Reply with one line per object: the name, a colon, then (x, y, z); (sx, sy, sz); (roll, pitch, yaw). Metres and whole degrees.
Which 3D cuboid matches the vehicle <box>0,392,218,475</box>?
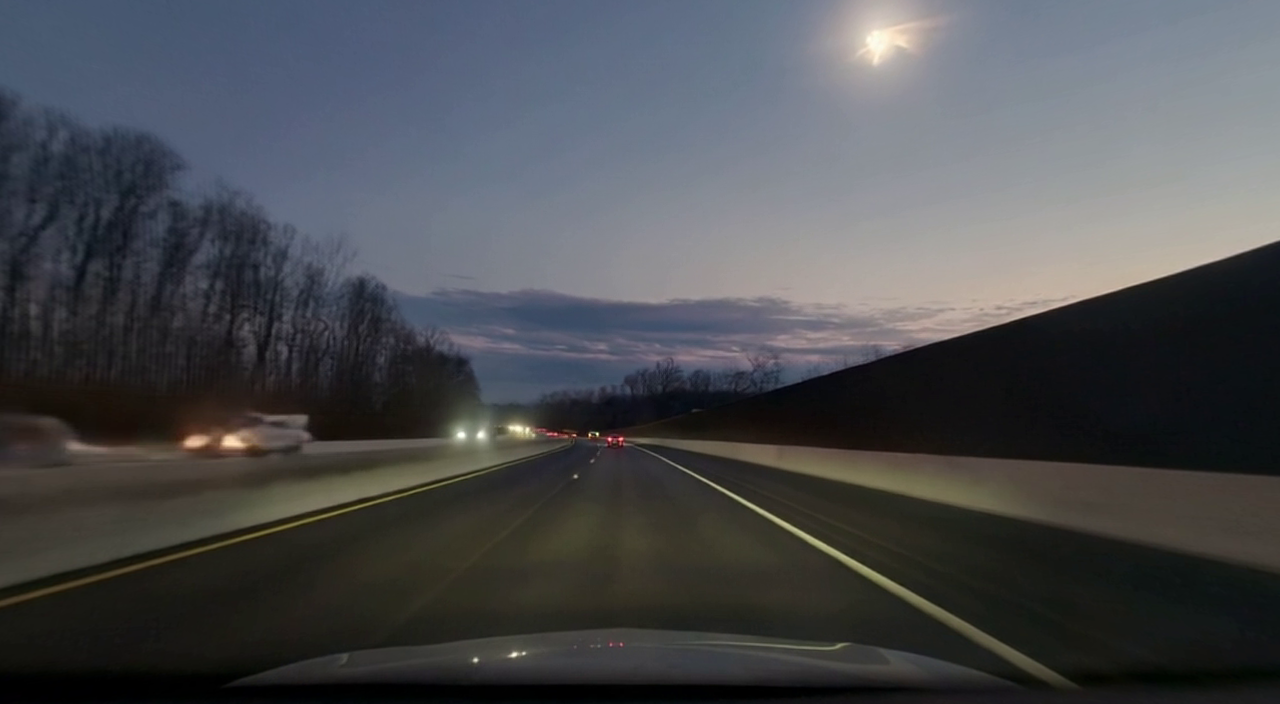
vehicle: (-15.027, 2.271, 18.068); (2.389, 1.895, 4.784); (4, -6, 0)
